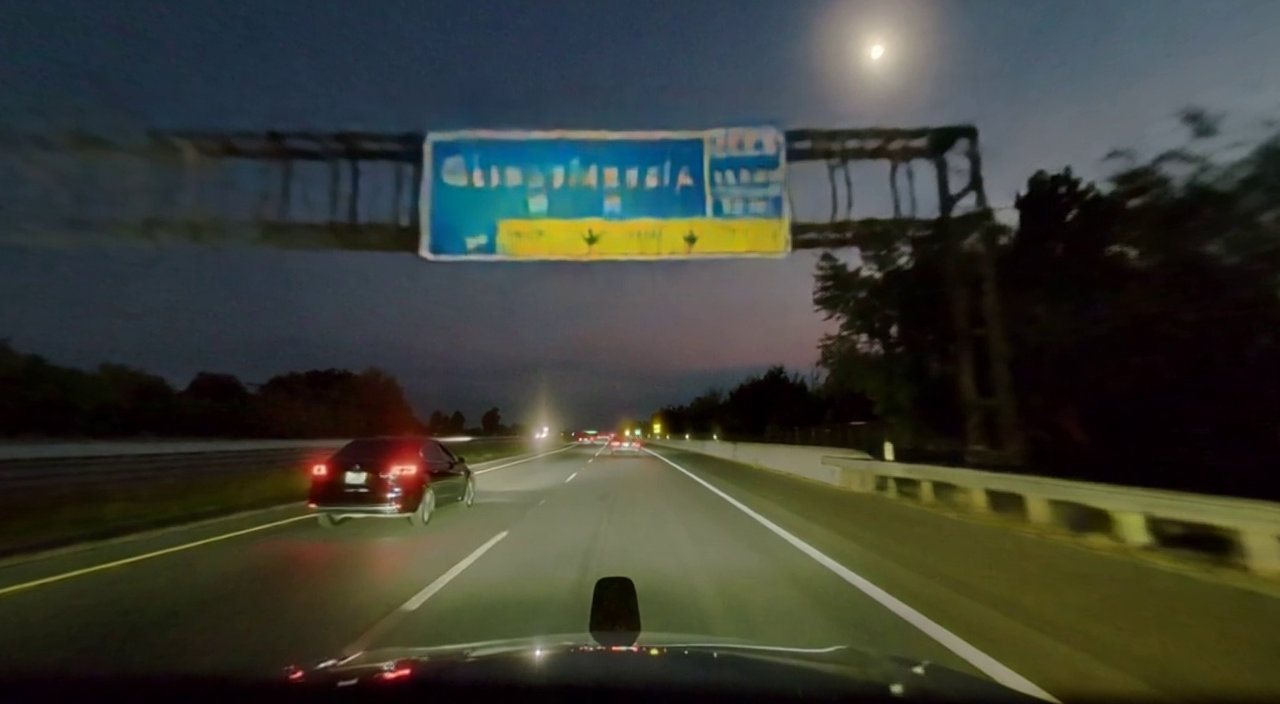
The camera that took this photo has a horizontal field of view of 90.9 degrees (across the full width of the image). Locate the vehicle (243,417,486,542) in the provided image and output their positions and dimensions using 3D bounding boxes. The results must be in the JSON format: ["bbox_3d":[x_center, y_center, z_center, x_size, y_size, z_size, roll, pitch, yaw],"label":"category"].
[{"bbox_3d":[-3.909,1.856,9.925,1.975,1.518,4.242,0,-8,-1],"label":"vehicle"}]

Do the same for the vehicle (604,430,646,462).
[{"bbox_3d":[-0.809,5.061,34.078,2.162,1.616,4.242,0,-8,-2],"label":"vehicle"}]
